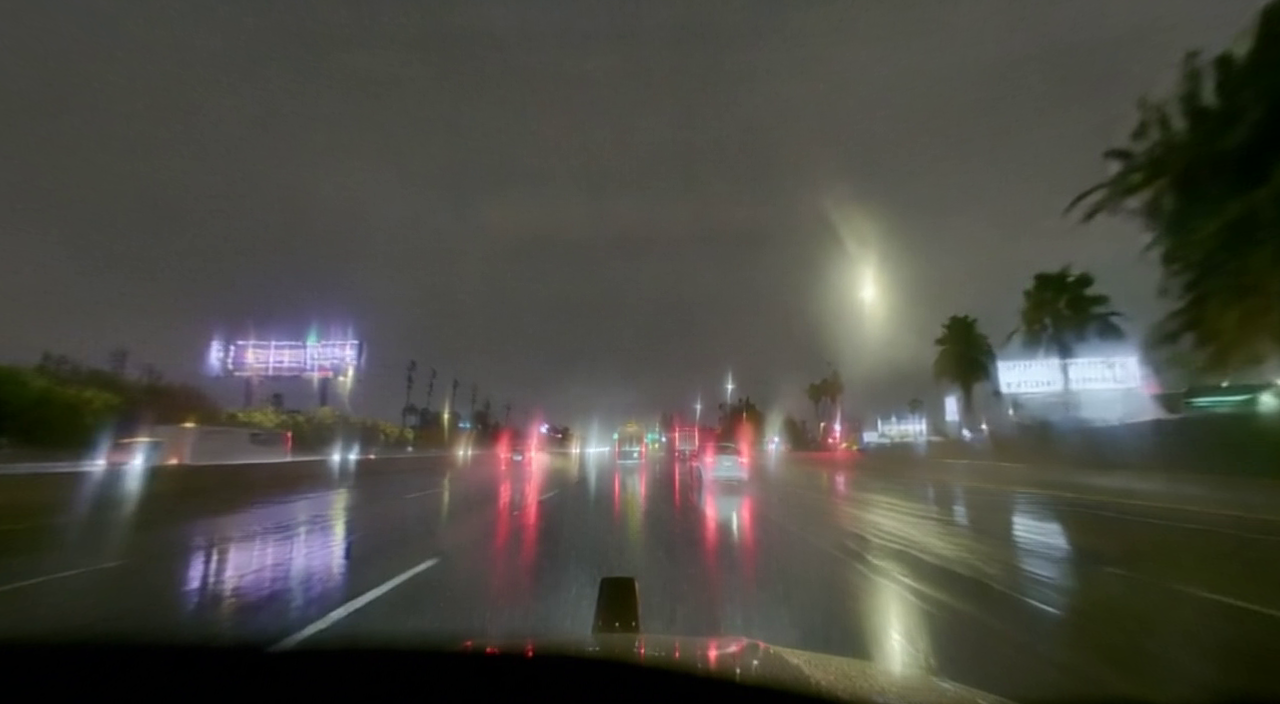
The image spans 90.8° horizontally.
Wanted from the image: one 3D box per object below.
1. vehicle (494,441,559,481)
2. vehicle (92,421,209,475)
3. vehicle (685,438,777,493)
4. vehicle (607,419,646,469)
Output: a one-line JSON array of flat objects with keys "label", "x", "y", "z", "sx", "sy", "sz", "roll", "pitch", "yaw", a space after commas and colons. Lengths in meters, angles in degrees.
[{"label": "vehicle", "x": -4.915, "y": 4.753, "z": 27.968, "sx": 2.021, "sy": 1.598, "sz": 4.887, "roll": 0, "pitch": -9, "yaw": -1}, {"label": "vehicle", "x": -35.728, "y": 7.058, "z": 46.501, "sx": 3.041, "sy": 3.650, "sz": 6.644, "roll": 0, "pitch": -9, "yaw": 0}, {"label": "vehicle", "x": 2.842, "y": 3.678, "z": 20.917, "sx": 2.175, "sy": 1.598, "sz": 4.584, "roll": 0, "pitch": -9, "yaw": -3}, {"label": "vehicle", "x": -0.915, "y": 5.968, "z": 40.870, "sx": 2.364, "sy": 2.953, "sz": 6.495, "roll": 0, "pitch": -9, "yaw": -2}]
